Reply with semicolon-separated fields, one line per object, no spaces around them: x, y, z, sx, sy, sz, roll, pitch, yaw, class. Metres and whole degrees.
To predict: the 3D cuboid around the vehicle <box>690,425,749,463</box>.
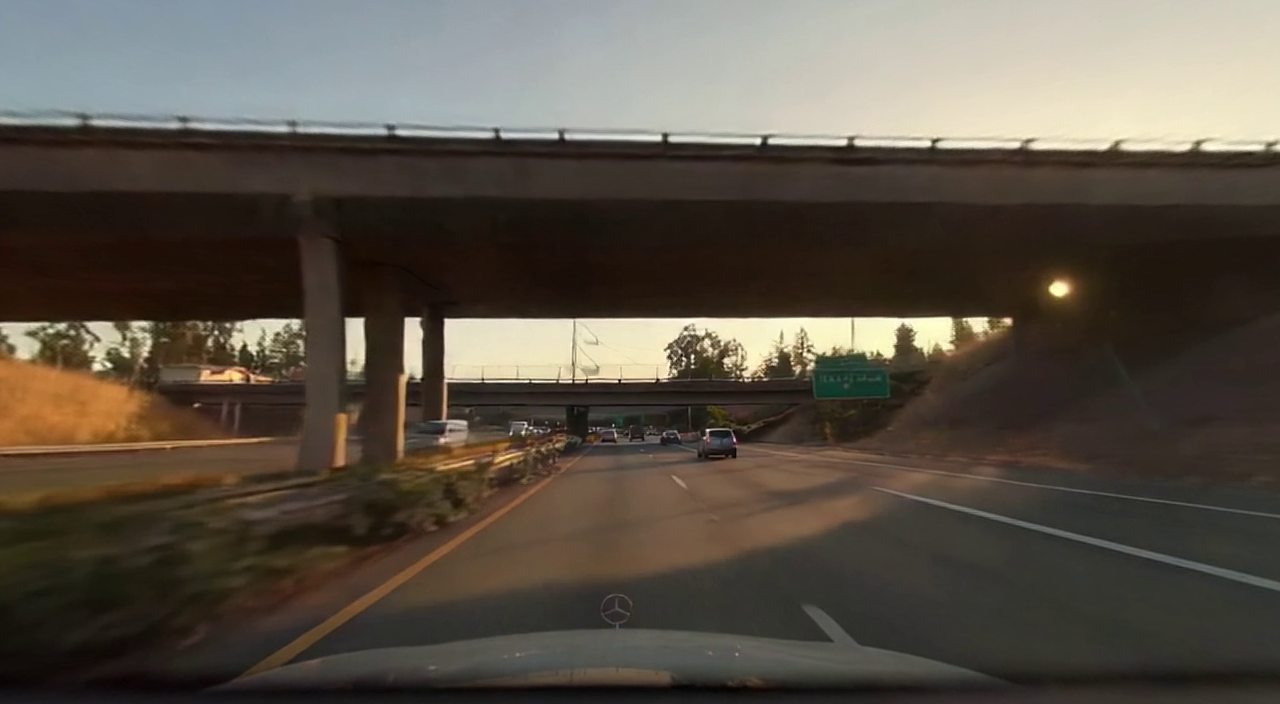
3.413;4.036;27.848;1.938;1.578;3.764;0;-7;-3;vehicle

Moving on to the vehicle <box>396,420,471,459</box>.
-9.264;3.958;28.660;2.058;1.632;4.191;0;-7;-2;vehicle
